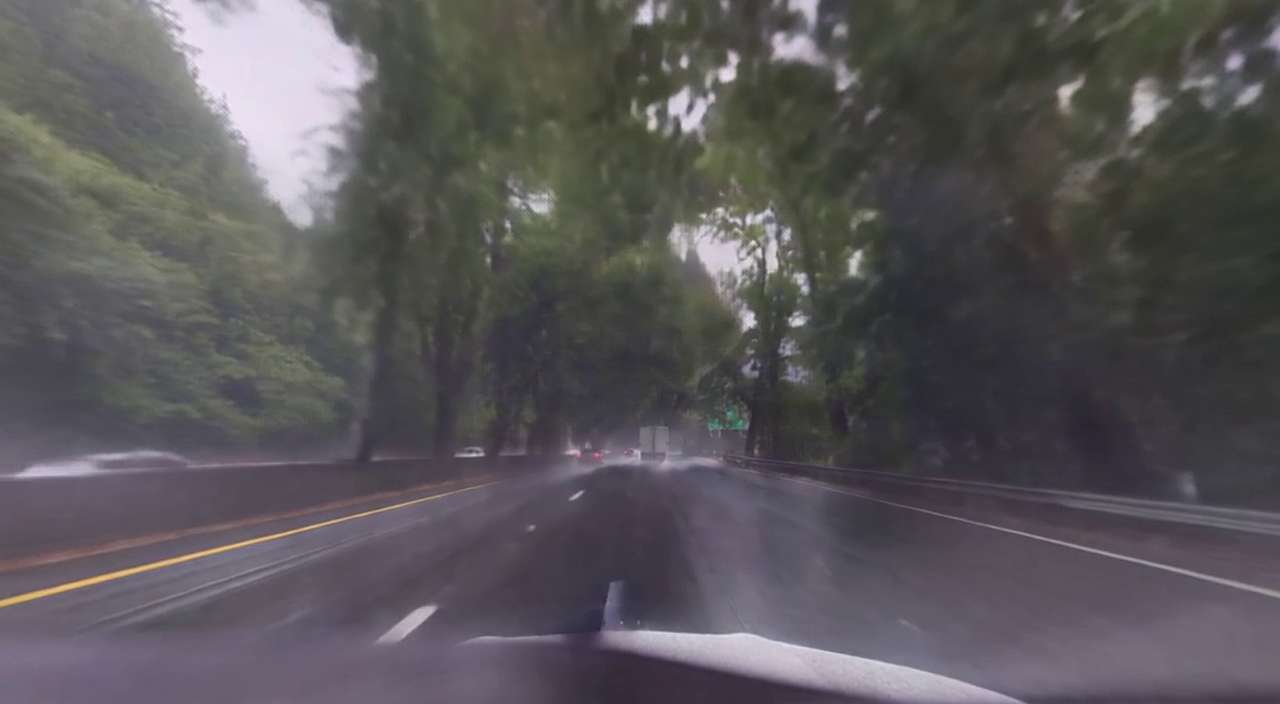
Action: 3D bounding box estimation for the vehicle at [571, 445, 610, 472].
[{"bbox_3d":[-3.114,6.851,40.706,2.057,1.618,4.212,0,-9,1],"label":"vehicle"}]

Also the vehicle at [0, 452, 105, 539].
[{"bbox_3d":[-12.031,2.442,10.650,1.841,1.487,4.687,0,-9,1],"label":"vehicle"}]

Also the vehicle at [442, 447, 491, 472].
[{"bbox_3d":[-11.480,7.144,42.035,1.961,1.550,4.218,0,-9,1],"label":"vehicle"}]
